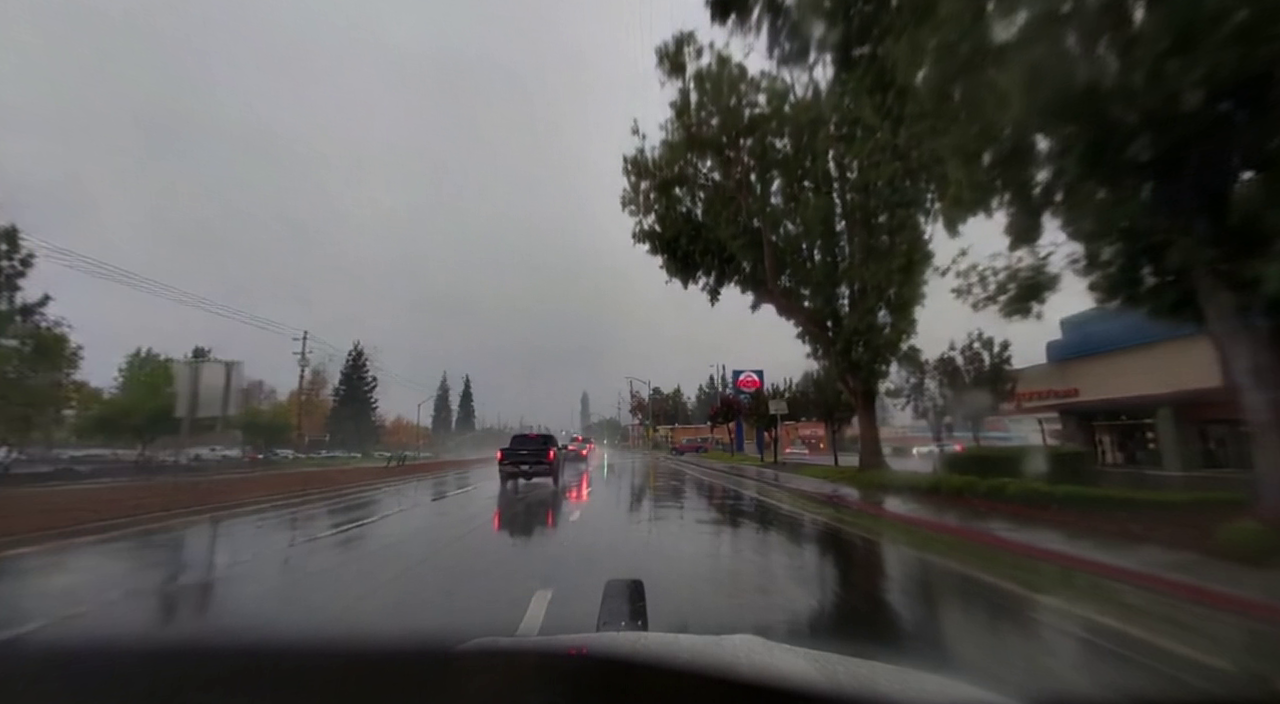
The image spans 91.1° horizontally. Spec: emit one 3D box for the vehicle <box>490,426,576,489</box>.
[{"bbox_3d":[-3.548,3.615,21.892,2.222,1.899,5.006,0,-8,-1],"label":"vehicle"}]

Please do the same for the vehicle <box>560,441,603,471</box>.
[{"bbox_3d":[-3.076,5.488,33.289,2.113,1.446,4.309,1,-8,-5],"label":"vehicle"}]
